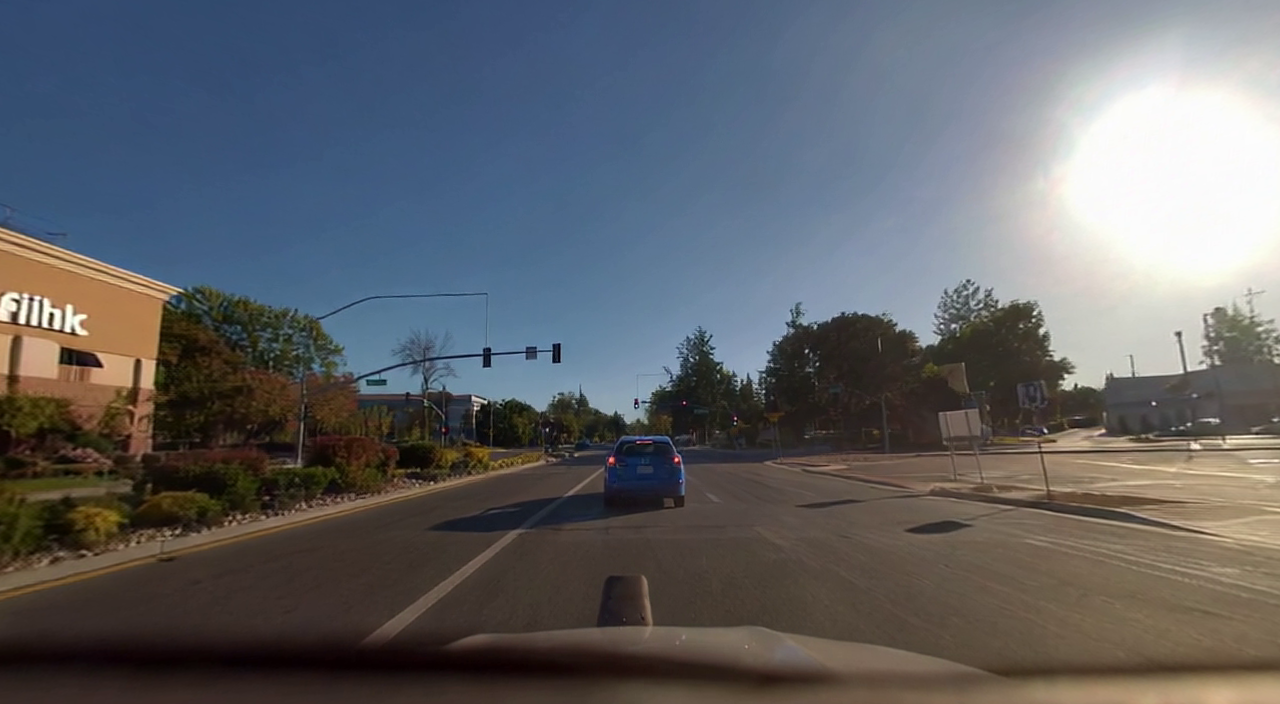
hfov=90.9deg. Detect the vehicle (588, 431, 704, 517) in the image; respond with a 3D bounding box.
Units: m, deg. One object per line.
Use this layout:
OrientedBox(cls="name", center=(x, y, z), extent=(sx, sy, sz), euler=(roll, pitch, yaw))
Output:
OrientedBox(cls="vehicle", center=(0.068, 2.464, 13.304), extent=(2.028, 1.478, 4.545), euler=(0, -8, -1))
